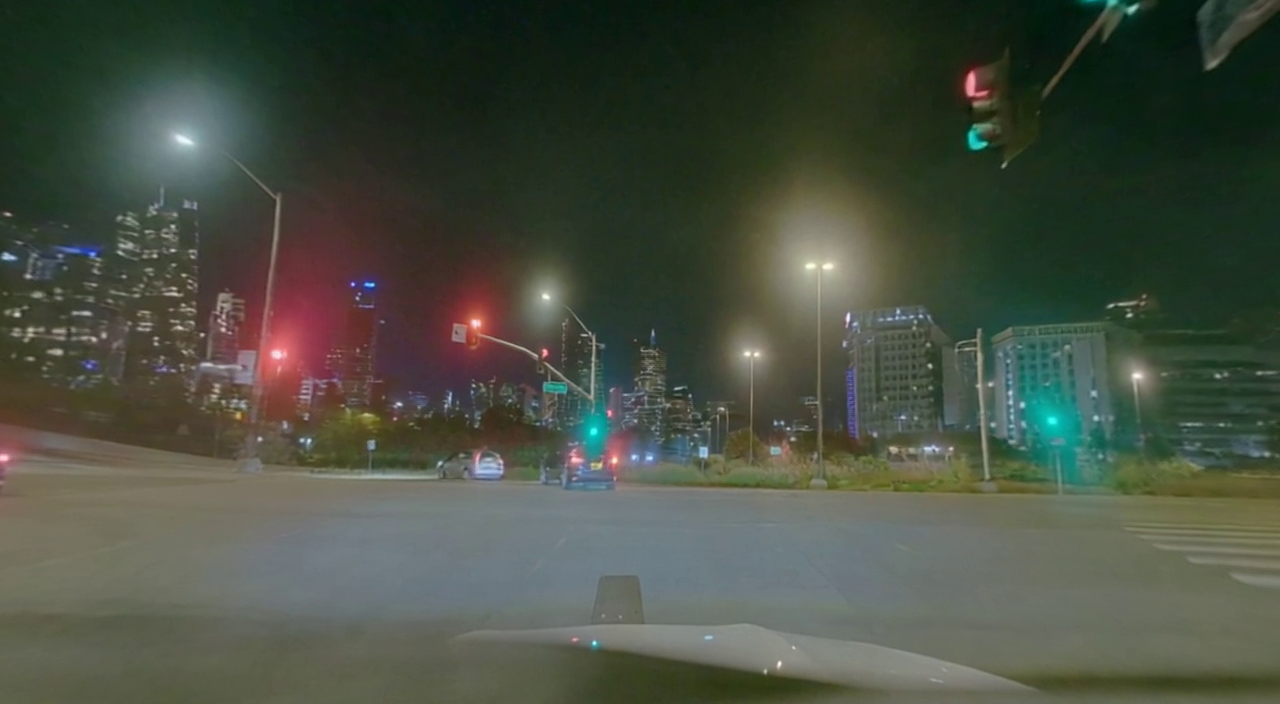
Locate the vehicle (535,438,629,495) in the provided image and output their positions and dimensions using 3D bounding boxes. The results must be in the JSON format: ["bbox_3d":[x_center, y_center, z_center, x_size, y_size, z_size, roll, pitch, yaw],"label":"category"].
[{"bbox_3d":[-1.878,3.436,19.335,2.048,1.516,3.874,3,-9,-18],"label":"vehicle"}]

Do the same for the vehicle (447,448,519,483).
[{"bbox_3d":[-7.984,5.692,31.916,2.007,1.605,3.852,7,-11,-39],"label":"vehicle"}]
